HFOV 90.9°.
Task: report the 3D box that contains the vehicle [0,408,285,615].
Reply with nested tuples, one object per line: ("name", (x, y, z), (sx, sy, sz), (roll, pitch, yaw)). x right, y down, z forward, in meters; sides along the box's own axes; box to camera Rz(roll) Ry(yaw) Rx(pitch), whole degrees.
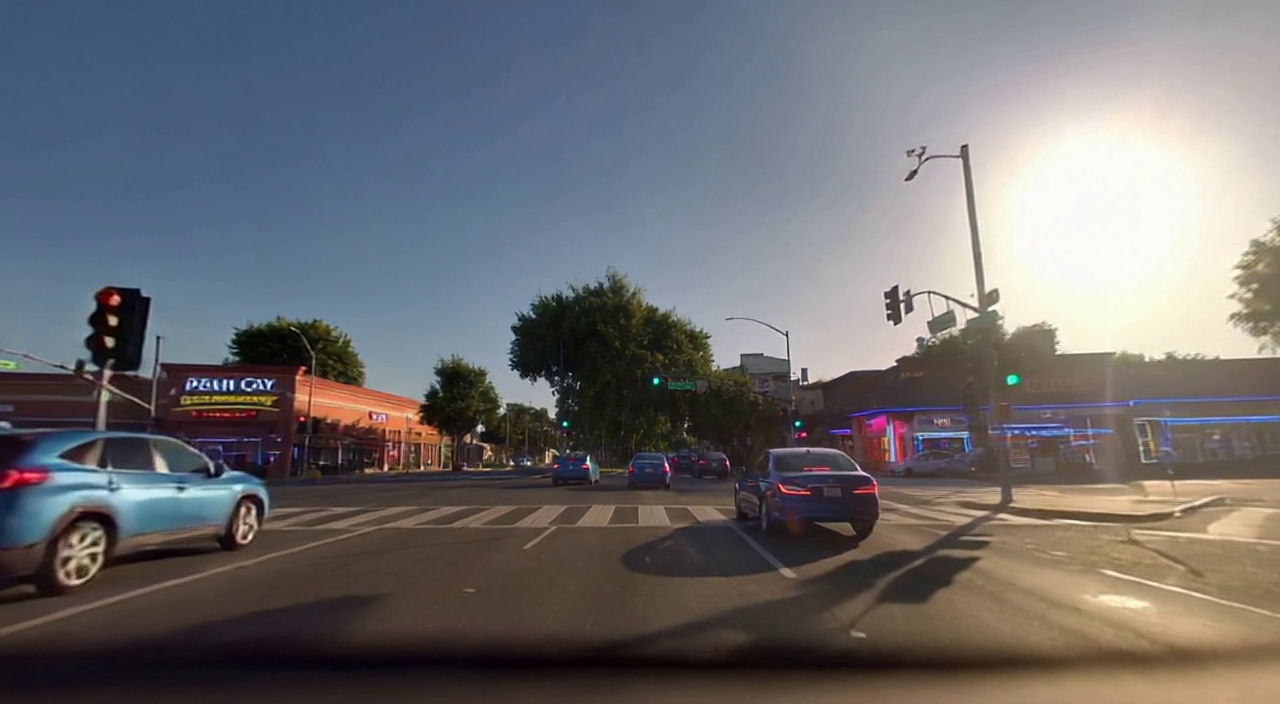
("vehicle", (-6.652, 1.725, 7.686), (2.058, 1.804, 4.391), (0, -8, 0))

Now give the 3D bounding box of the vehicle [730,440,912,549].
("vehicle", (2.869, 2.330, 11.062), (1.946, 1.513, 4.133), (0, -8, 0))

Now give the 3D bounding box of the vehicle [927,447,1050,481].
("vehicle", (15.752, 5.053, 28.648), (4.481, 1.427, 1.830), (0, -8, -2))

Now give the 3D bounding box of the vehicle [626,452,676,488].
("vehicle", (0.490, 5.291, 28.614), (2.070, 1.460, 4.118), (0, -8, 1))

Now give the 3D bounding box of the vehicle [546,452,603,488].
("vehicle", (-2.957, 5.453, 29.450), (2.040, 1.471, 4.211), (-1, -8, 3))

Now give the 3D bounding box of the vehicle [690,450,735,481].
("vehicle", (3.887, 6.148, 34.431), (1.931, 1.552, 4.125), (0, -8, 0))
